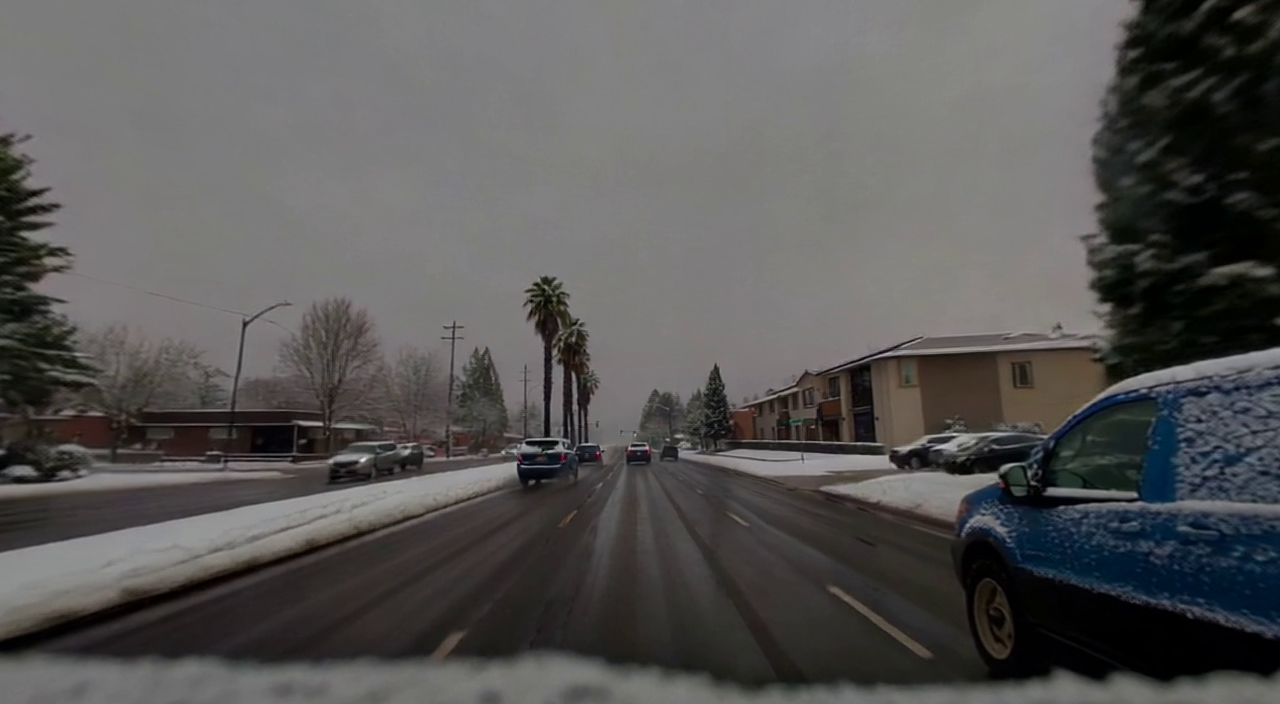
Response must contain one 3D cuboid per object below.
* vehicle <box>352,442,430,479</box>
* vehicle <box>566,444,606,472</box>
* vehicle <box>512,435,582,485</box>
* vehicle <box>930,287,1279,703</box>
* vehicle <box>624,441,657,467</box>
[{"bbox_3d":[-12.090,5.285,31.009,1.989,1.631,4.500,0,-9,0],"label":"vehicle"},{"bbox_3d":[-2.994,5.987,35.804,1.869,1.454,4.142,0,-9,0],"label":"vehicle"},{"bbox_3d":[-3.437,4.086,24.176,1.967,1.703,4.157,0,-9,1],"label":"vehicle"},{"bbox_3d":[3.569,0.788,2.843,2.234,1.912,4.847,0,-9,1],"label":"vehicle"},{"bbox_3d":[0.002,7.223,44.753,2.191,1.761,3.857,0,-9,-2],"label":"vehicle"}]
